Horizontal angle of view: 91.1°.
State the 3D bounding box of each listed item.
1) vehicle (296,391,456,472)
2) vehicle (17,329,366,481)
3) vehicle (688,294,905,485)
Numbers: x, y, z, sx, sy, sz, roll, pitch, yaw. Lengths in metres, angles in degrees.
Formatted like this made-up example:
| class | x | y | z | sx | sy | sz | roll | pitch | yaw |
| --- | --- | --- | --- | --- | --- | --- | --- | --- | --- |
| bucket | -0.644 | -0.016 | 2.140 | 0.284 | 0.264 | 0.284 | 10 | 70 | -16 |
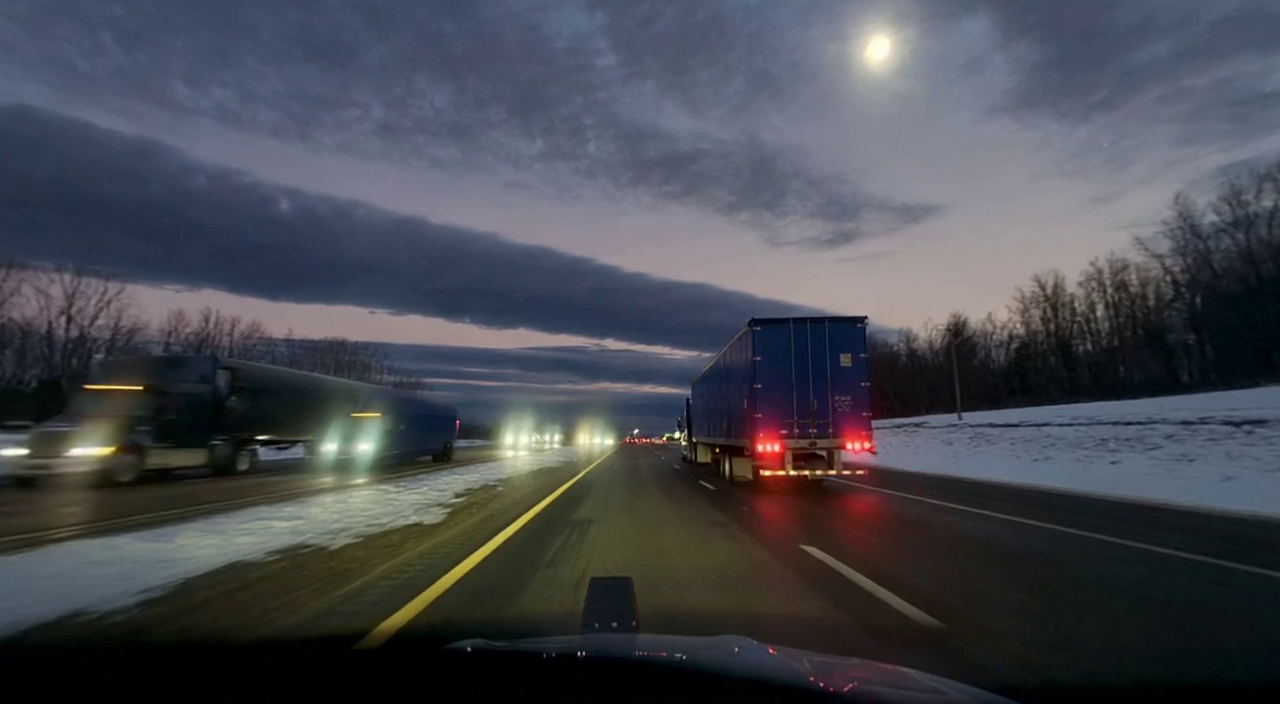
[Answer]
| class | x | y | z | sx | sy | sz | roll | pitch | yaw |
| --- | --- | --- | --- | --- | --- | --- | --- | --- | --- |
| vehicle | -8.325 | 2.655 | 20.832 | 2.365 | 2.256 | 6.553 | 0 | -8 | 1 |
| vehicle | -13.453 | 2.081 | 21.279 | 2.970 | 3.689 | 12.131 | 0 | -8 | -1 |
| vehicle | 4.098 | 1.953 | 22.528 | 3.203 | 4.273 | 17.131 | 0 | -8 | -1 |
